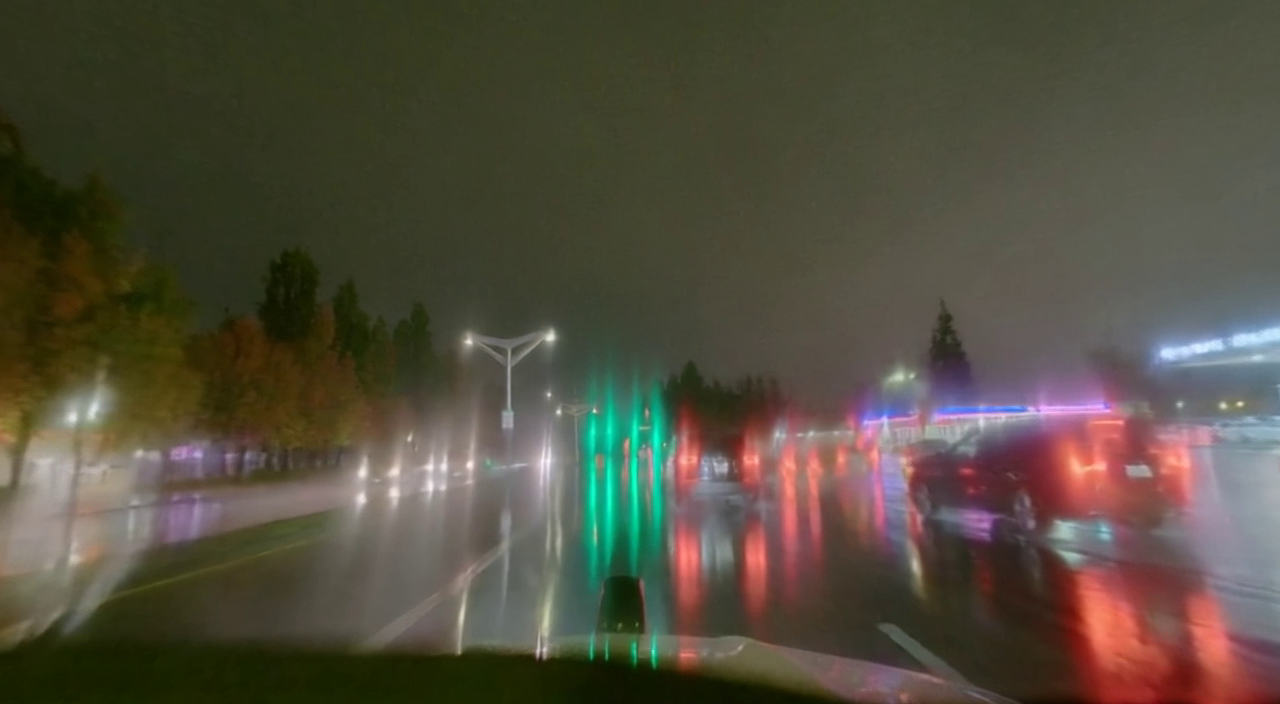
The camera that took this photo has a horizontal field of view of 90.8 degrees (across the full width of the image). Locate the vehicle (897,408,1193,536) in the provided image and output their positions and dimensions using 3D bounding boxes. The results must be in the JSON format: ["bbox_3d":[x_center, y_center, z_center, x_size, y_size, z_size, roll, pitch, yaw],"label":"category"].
[{"bbox_3d":[6.650,2.041,11.252,2.025,1.765,4.729,0,-9,-1],"label":"vehicle"}]

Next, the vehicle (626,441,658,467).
[{"bbox_3d":[0.124,6.992,43.447,2.101,1.707,3.904,0,-9,-1],"label":"vehicle"}]

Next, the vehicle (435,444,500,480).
[{"bbox_3d":[-8.929,5.728,33.136,2.044,1.695,4.503,0,-9,1],"label":"vehicle"}]

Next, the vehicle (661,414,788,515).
[{"bbox_3d":[1.716,2.546,14.719,2.038,1.917,4.900,0,-9,-3],"label":"vehicle"}]

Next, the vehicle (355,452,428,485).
[{"bbox_3d":[-12.278,5.773,31.568,1.868,1.496,4.390,0,-9,0],"label":"vehicle"}]
